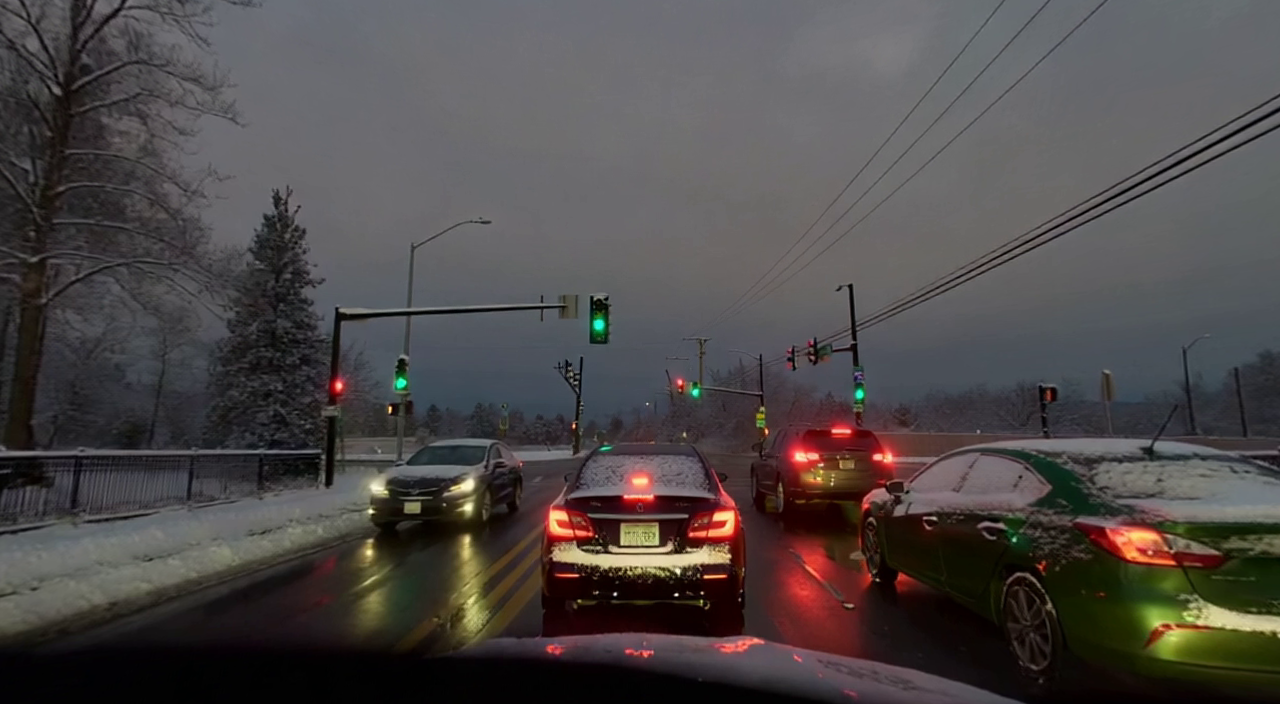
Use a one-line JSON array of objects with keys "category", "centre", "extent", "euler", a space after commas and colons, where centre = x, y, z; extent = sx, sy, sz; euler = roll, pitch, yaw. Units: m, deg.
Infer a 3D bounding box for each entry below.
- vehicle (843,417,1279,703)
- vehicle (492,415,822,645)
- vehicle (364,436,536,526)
[{"category": "vehicle", "centre": [3.091, 1.240, 4.134], "extent": [2.027, 1.432, 4.431], "euler": [0, -8, 0]}, {"category": "vehicle", "centre": [0.075, 1.498, 6.413], "extent": [2.170, 1.497, 4.369], "euler": [0, -8, -1]}, {"category": "vehicle", "centre": [-3.529, 2.474, 12.739], "extent": [1.959, 1.456, 4.488], "euler": [0, -8, 2]}]
